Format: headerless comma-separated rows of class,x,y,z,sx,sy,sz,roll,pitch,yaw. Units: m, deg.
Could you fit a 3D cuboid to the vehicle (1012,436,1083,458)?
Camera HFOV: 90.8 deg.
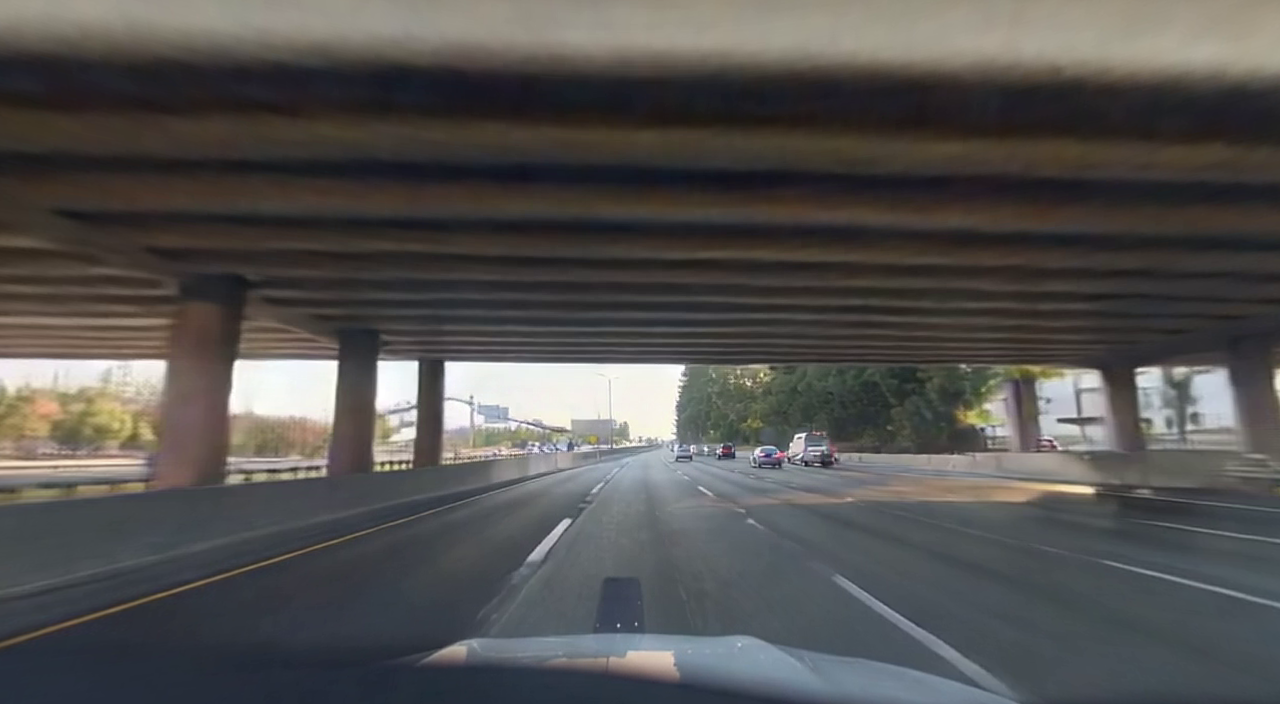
vehicle,29.892,7.023,46.601,1.967,1.491,4.970,0,-9,1
